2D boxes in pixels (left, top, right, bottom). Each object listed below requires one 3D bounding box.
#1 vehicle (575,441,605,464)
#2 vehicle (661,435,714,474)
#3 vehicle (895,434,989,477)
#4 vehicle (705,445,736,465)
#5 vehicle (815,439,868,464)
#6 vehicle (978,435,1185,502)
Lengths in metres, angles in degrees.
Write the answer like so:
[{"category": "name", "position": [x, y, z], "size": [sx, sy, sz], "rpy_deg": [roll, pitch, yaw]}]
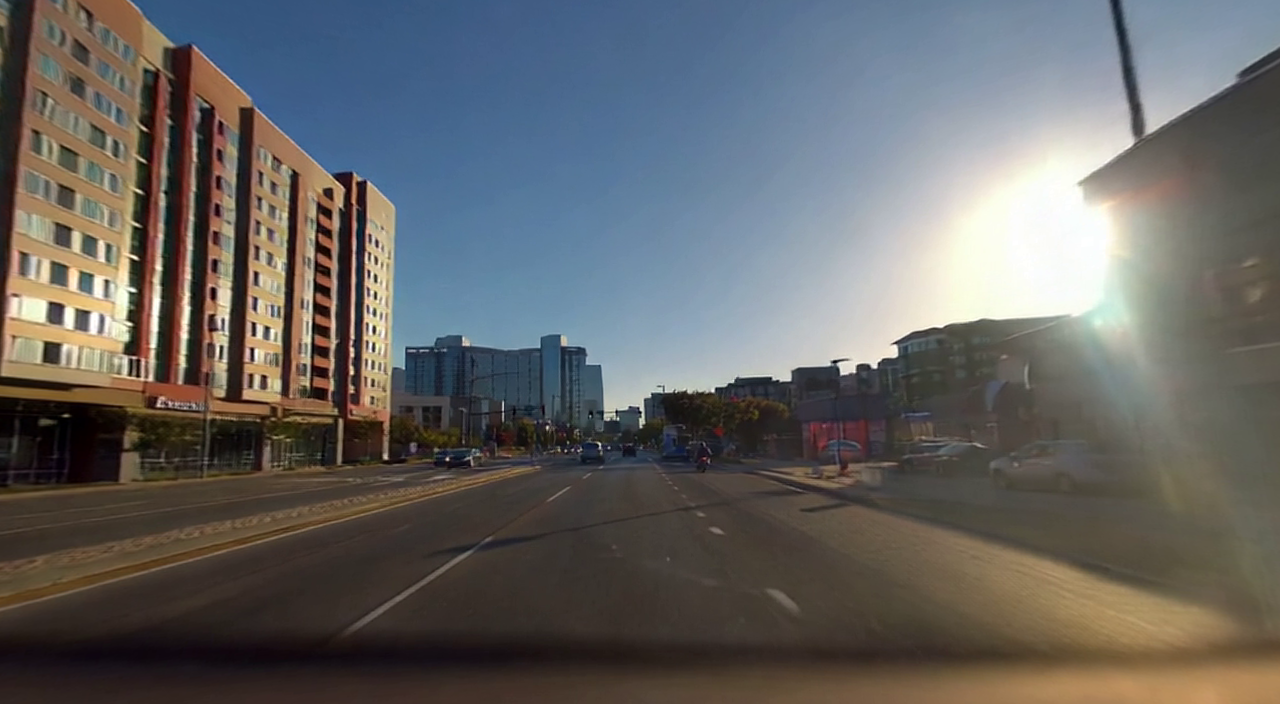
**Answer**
[{"category": "vehicle", "position": [-3.685, 7.517, 47.323], "size": [2.046, 1.617, 4.601], "rpy_deg": [0, -9, -1]}, {"category": "vehicle", "position": [2.259, 5.097, 31.681], "size": [2.130, 1.787, 5.126], "rpy_deg": [0, -9, -2]}, {"category": "vehicle", "position": [14.163, 4.896, 30.006], "size": [2.019, 1.819, 4.909], "rpy_deg": [0, -9, 1]}, {"category": "vehicle", "position": [6.268, 8.068, 49.594], "size": [1.795, 1.459, 4.333], "rpy_deg": [0, -9, -2]}, {"category": "vehicle", "position": [14.356, 7.104, 45.321], "size": [1.975, 1.648, 4.451], "rpy_deg": [1, -8, -5]}, {"category": "vehicle", "position": [11.967, 3.155, 17.659], "size": [1.954, 1.483, 4.742], "rpy_deg": [-2, -8, -7]}]
